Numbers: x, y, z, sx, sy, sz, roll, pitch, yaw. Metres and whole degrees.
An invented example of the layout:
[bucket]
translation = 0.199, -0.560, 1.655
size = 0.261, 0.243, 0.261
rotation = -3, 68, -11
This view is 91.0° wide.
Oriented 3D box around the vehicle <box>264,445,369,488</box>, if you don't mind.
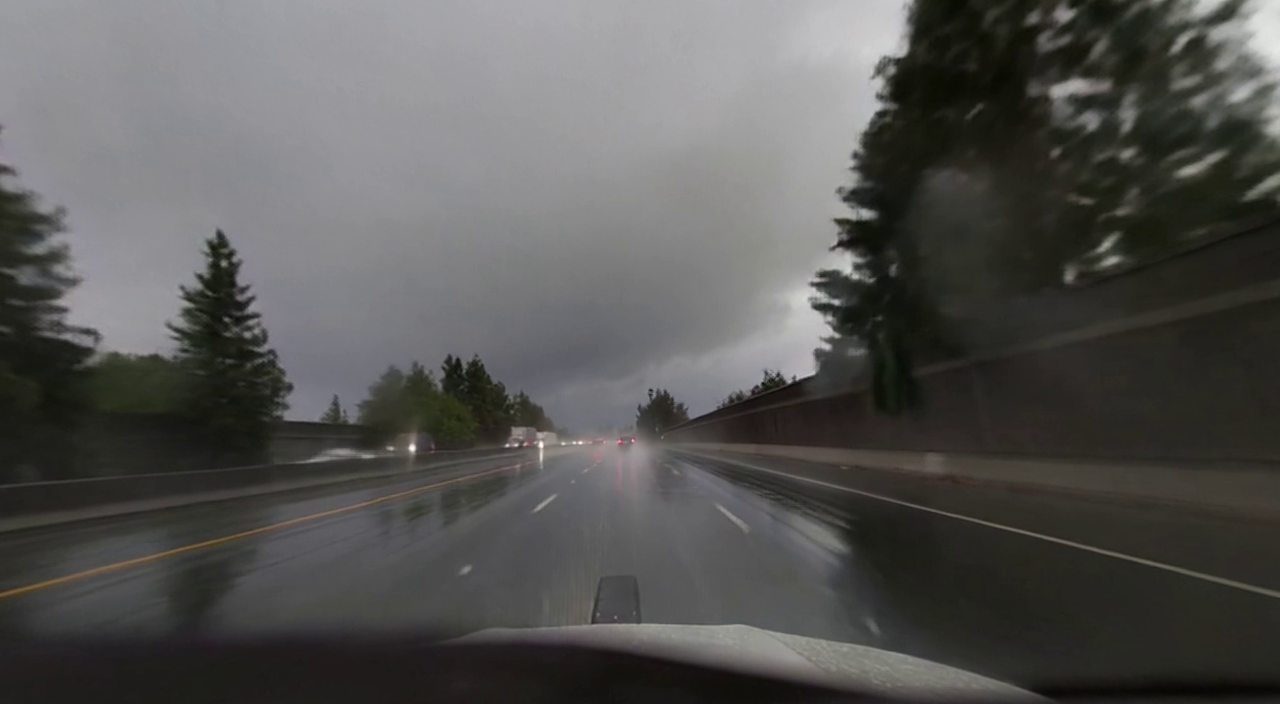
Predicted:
[vehicle]
translation = -12.763, 4.511, 25.189
size = 1.946, 1.480, 4.475
rotation = 0, -8, -2
